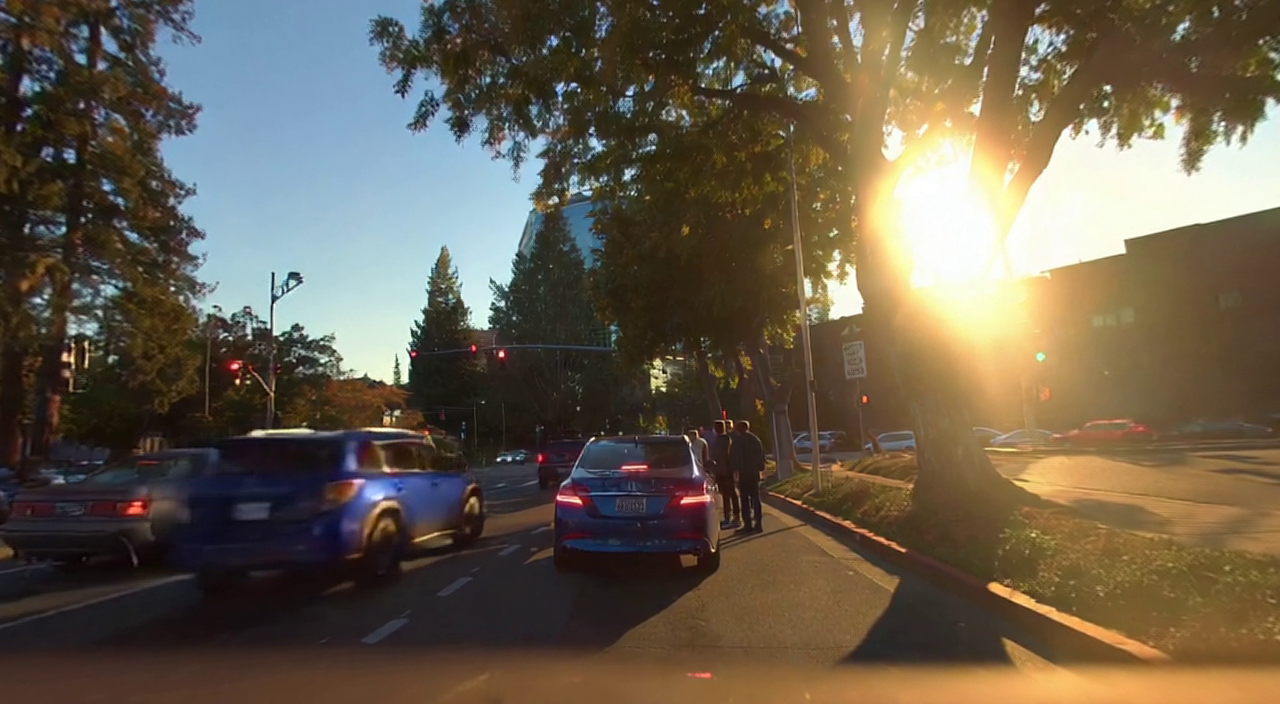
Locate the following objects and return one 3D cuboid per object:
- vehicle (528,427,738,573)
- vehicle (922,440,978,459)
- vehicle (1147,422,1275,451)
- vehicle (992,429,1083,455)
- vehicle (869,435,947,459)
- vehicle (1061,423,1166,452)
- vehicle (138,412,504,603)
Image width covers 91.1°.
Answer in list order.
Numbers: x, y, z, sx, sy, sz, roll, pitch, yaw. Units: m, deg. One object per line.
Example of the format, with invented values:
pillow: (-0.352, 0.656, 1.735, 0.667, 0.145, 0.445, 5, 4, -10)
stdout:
vehicle: (-0.057, 1.861, 8.685, 2.182, 1.501, 4.150, 0, -9, 1)
vehicle: (24.586, 7.724, 49.785, 3.662, 1.442, 1.787, -5, -10, 32)
vehicle: (30.539, 4.588, 33.788, 4.739, 1.472, 1.804, -5, -10, 29)
vehicle: (23.806, 5.436, 37.741, 4.454, 1.440, 1.816, -5, -10, 30)
vehicle: (17.541, 6.212, 41.123, 4.441, 1.452, 1.798, -5, -10, 30)
vehicle: (28.998, 5.314, 38.668, 4.814, 1.700, 1.895, -5, -10, 29)
vehicle: (-3.330, 1.718, 7.910, 2.040, 1.660, 4.609, 0, -9, 2)
